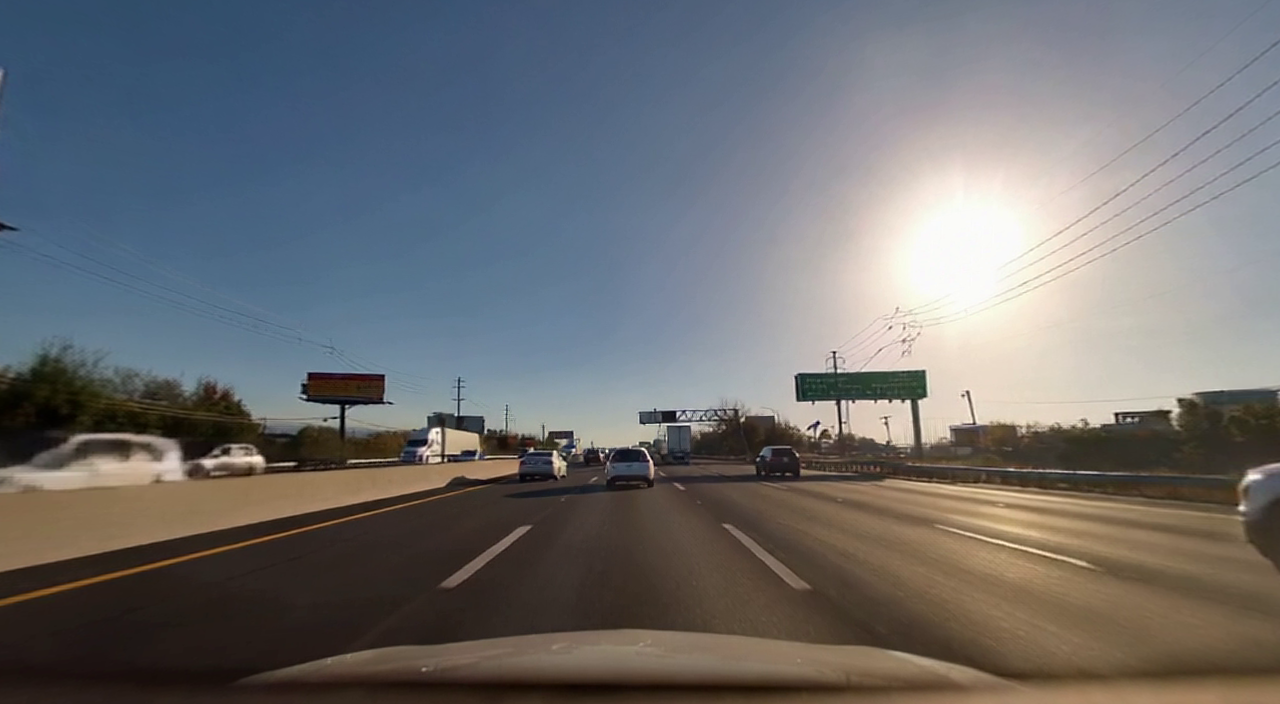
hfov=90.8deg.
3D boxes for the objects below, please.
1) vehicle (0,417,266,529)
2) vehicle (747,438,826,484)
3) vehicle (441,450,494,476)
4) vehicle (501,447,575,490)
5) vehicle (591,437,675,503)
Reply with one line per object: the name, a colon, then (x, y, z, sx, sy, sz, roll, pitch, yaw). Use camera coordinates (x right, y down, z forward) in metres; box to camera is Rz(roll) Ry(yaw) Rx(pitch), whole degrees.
vehicle: (-10.520, 2.332, 12.790, 2.244, 1.729, 5.864, 0, -9, 1)
vehicle: (6.767, 5.111, 29.919, 2.302, 1.973, 5.502, 0, -9, -1)
vehicle: (-10.749, 6.944, 39.629, 2.008, 1.500, 4.376, 0, -9, 1)
vehicle: (-3.834, 4.470, 24.583, 2.025, 1.498, 4.675, 0, -9, 1)
vehicle: (-0.207, 3.393, 18.536, 2.191, 1.685, 4.015, 0, -9, -1)
